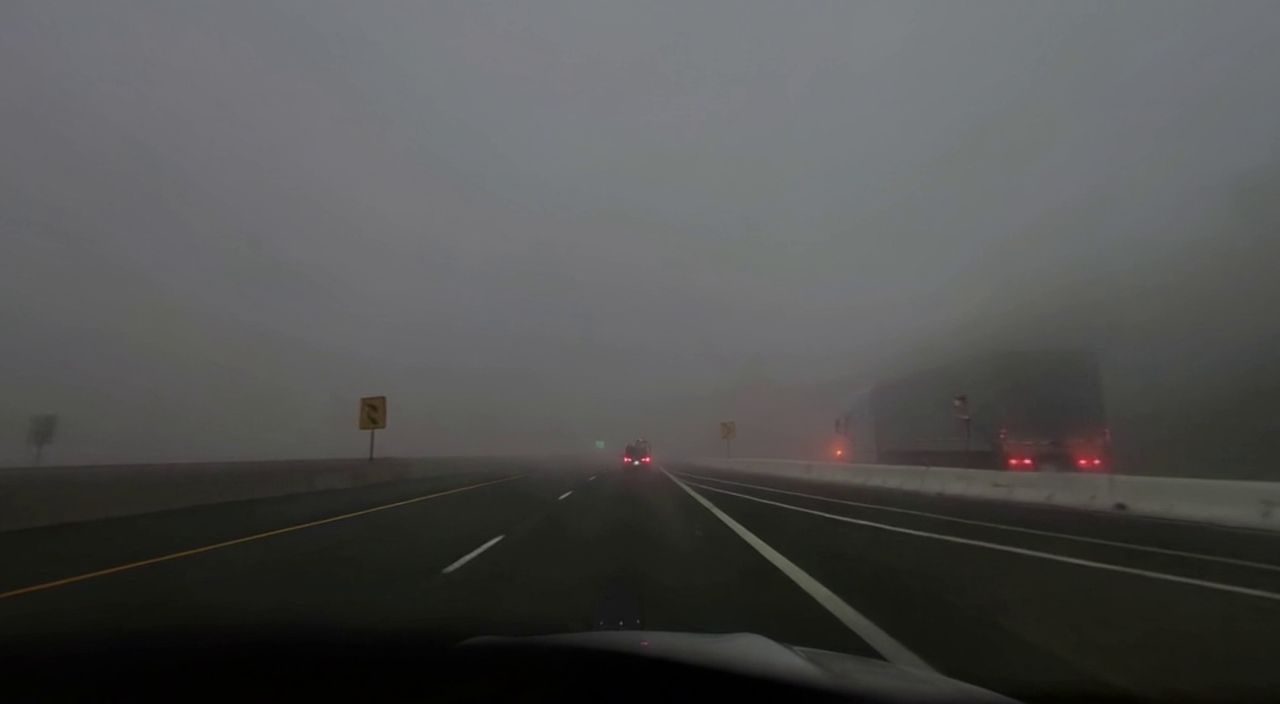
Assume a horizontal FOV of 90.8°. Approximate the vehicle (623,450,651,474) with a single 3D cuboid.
[{"bbox_3d":[-0.174,6.949,39.894,1.695,1.437,3.506,0,-9,1],"label":"vehicle"}]
